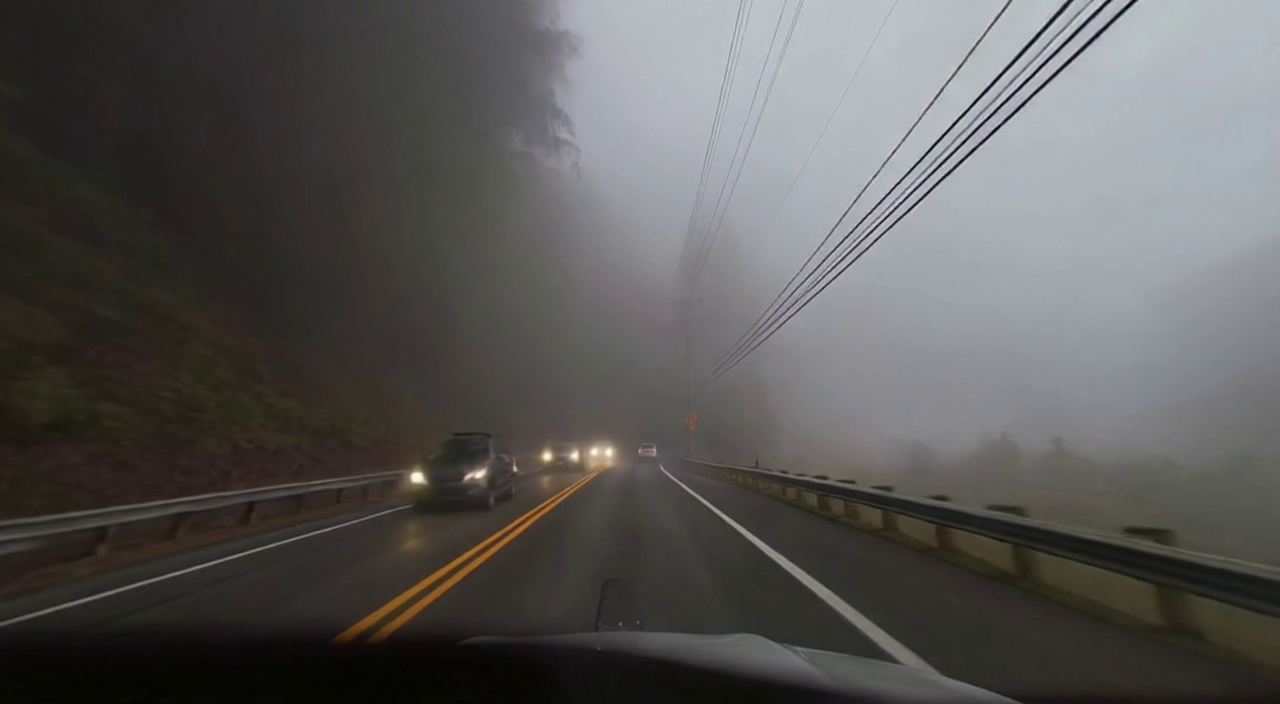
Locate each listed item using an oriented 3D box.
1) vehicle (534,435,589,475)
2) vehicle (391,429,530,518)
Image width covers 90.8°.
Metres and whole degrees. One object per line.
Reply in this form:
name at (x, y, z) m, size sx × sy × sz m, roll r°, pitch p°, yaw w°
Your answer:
vehicle at (-3.816, 5.119, 31.579) m, size 2.120 × 1.821 × 4.650 m, roll 0°, pitch -9°, yaw 1°
vehicle at (-3.945, 2.732, 14.712) m, size 2.013 × 1.743 × 4.205 m, roll 0°, pitch -9°, yaw 0°
